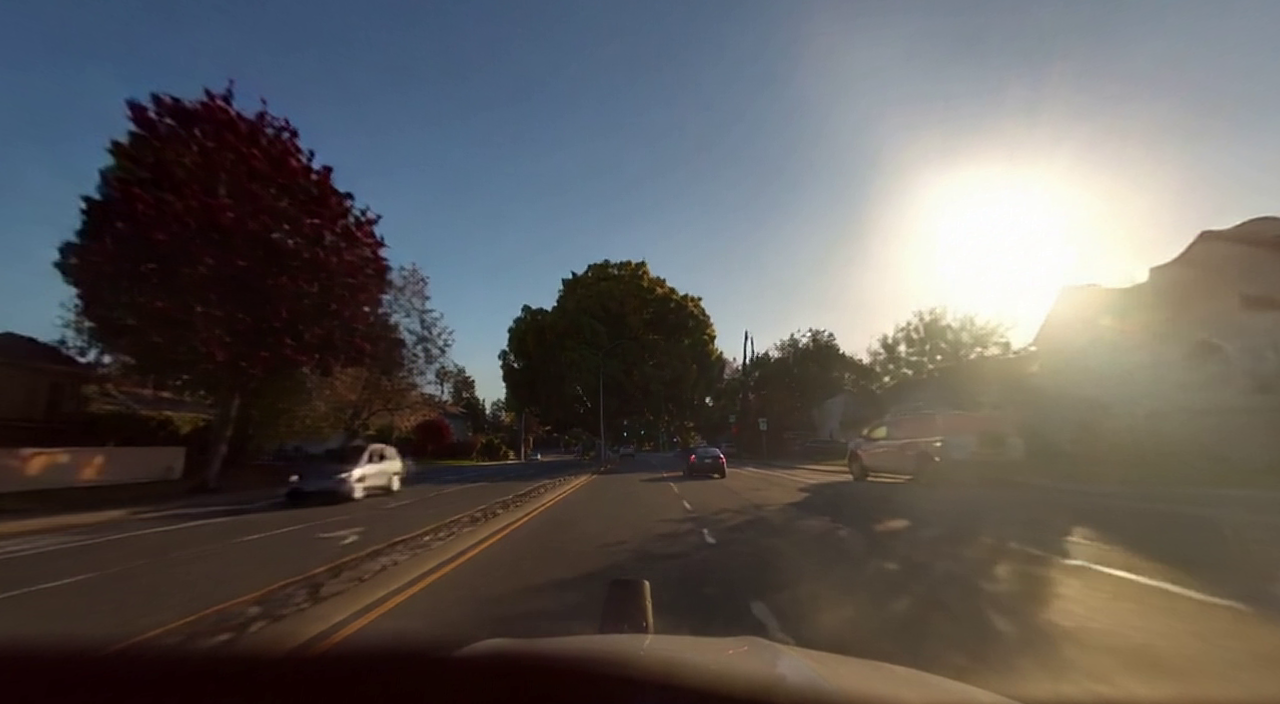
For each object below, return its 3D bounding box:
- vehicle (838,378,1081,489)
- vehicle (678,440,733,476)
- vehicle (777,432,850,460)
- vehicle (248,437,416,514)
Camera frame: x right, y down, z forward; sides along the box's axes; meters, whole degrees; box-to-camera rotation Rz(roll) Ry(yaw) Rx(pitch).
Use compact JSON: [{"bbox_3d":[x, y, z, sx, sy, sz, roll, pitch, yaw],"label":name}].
[{"bbox_3d":[9.227,2.572,19.402,2.331,2.747,6.993,2,-9,-16],"label":"vehicle"},{"bbox_3d":[2.841,4.721,28.342,1.960,1.479,4.086,0,-9,-1],"label":"vehicle"},{"bbox_3d":[11.583,6.319,42.318,4.202,1.794,2.063,0,-9,-1],"label":"vehicle"},{"bbox_3d":[-8.051,3.247,17.137,2.178,1.761,4.724,0,-9,0],"label":"vehicle"}]
